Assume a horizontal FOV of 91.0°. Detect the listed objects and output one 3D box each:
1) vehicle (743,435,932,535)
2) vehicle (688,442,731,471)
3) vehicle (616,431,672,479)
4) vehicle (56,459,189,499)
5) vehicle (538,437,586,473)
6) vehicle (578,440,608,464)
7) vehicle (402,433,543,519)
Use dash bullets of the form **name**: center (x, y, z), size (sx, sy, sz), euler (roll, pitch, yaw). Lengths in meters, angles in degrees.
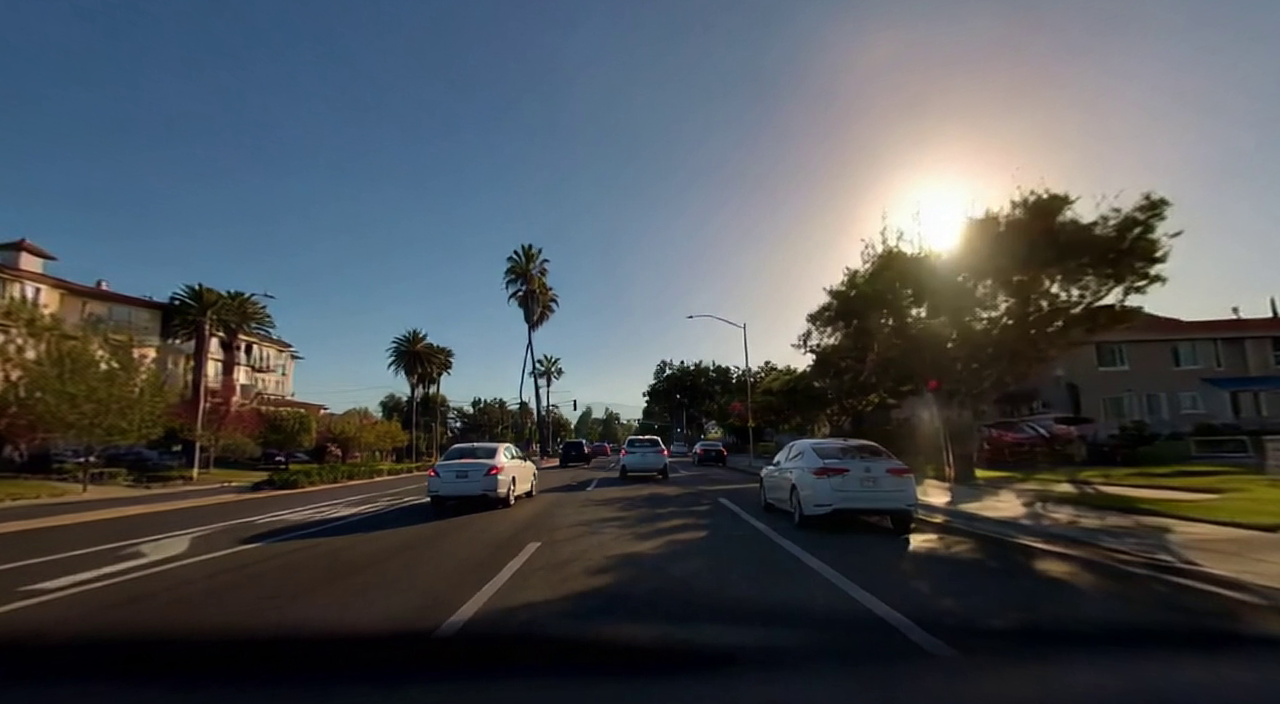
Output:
- **vehicle**: center (3.336, 2.328, 11.780), size (1.977, 1.480, 4.589), euler (0, -8, -1)
- **vehicle**: center (3.795, 5.775, 35.080), size (1.880, 1.476, 3.932), euler (0, -8, -1)
- **vehicle**: center (0.121, 4.292, 26.478), size (2.164, 1.867, 4.254), euler (0, -8, -1)
- **vehicle**: center (-22.396, 5.493, 27.526), size (1.827, 1.441, 4.660), euler (0, -8, 0)
- **vehicle**: center (-3.899, 5.217, 32.085), size (1.932, 1.695, 4.235), euler (0, -8, 0)
- **vehicle**: center (-3.462, 7.408, 46.611), size (1.871, 1.673, 3.920), euler (0, -8, 1)
- **vehicle**: center (-3.294, 2.506, 13.274), size (1.864, 1.505, 4.202), euler (0, -8, -1)
